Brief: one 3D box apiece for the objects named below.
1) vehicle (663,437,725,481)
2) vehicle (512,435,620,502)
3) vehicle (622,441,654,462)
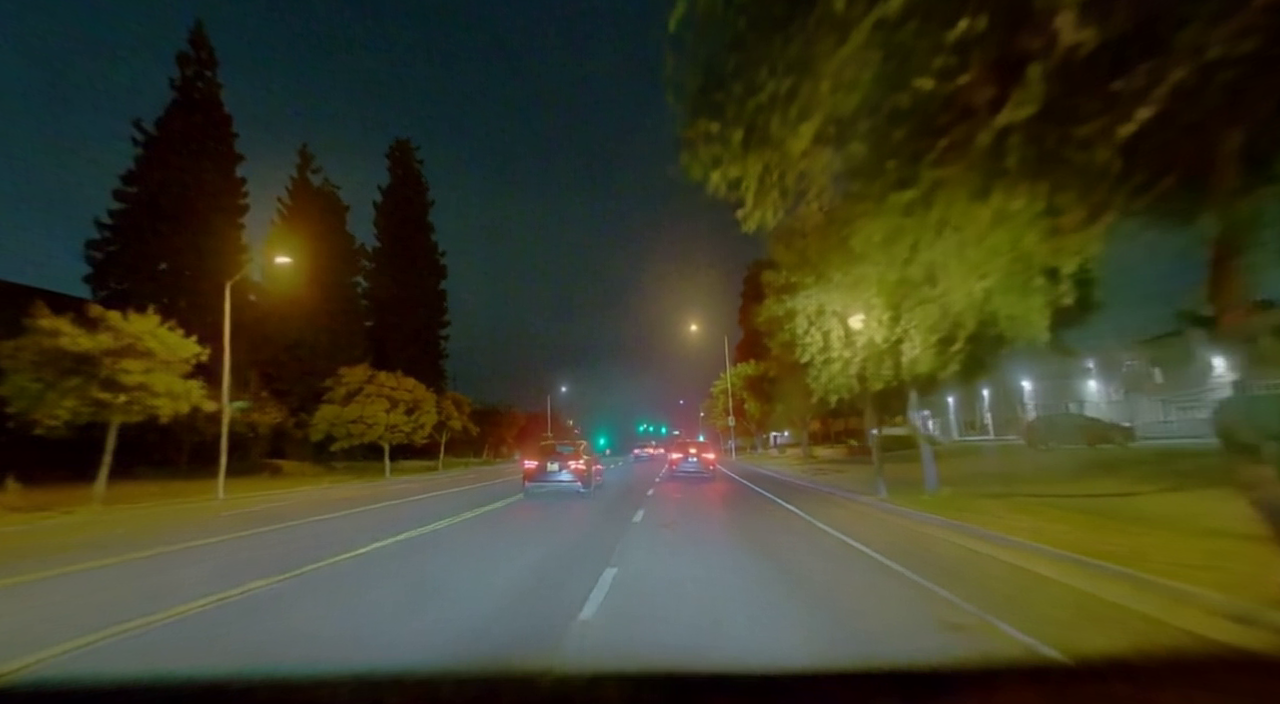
[{"bbox_3d":[1.924,3.931,23.392,2.065,1.456,4.099,-1,-8,2],"label":"vehicle"},{"bbox_3d":[-1.741,2.955,16.424,2.030,1.467,4.403,-1,-8,3],"label":"vehicle"},{"bbox_3d":[-0.105,7.270,46.171,2.114,1.500,3.912,-1,-8,3],"label":"vehicle"}]
